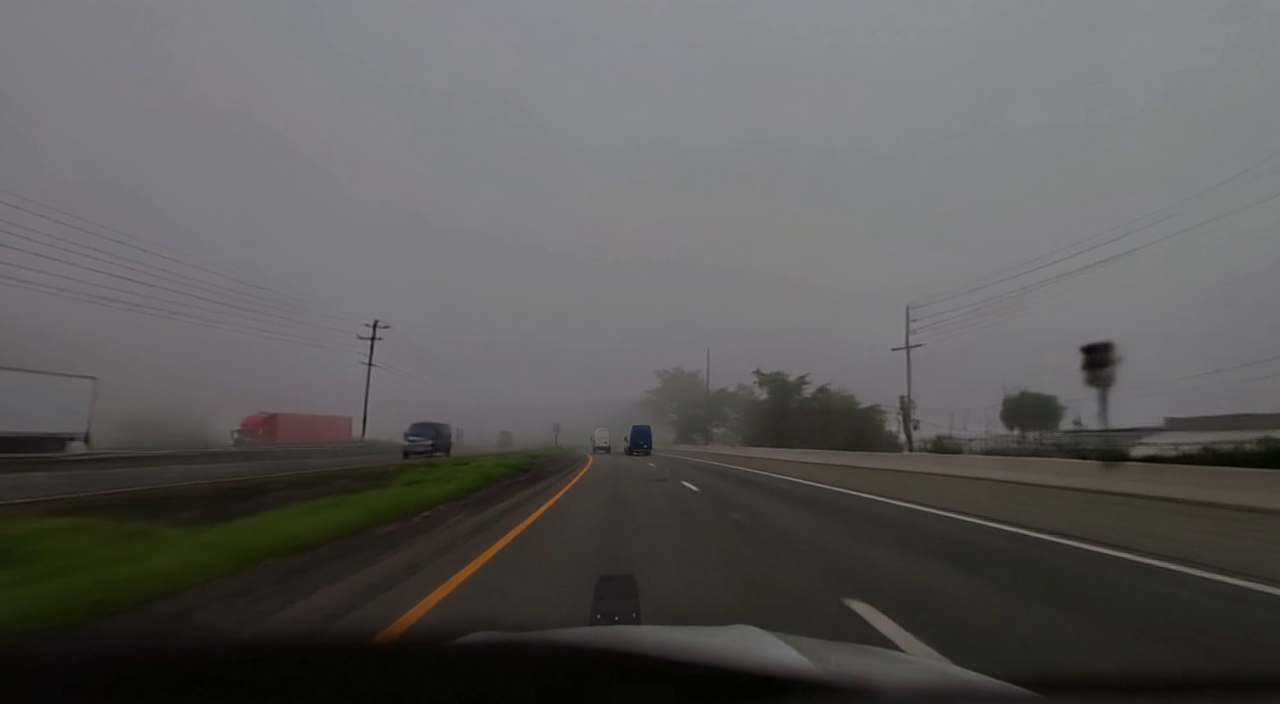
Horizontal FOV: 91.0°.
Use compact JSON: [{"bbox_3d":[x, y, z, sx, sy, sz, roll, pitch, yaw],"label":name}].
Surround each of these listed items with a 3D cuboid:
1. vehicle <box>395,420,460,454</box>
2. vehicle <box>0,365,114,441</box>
[{"bbox_3d":[-13.077,5.313,39.150,2.521,1.949,5.070,0,-8,-3],"label":"vehicle"},{"bbox_3d":[-29.877,1.946,25.926,3.085,3.337,16.445,3,-7,-3],"label":"vehicle"}]
